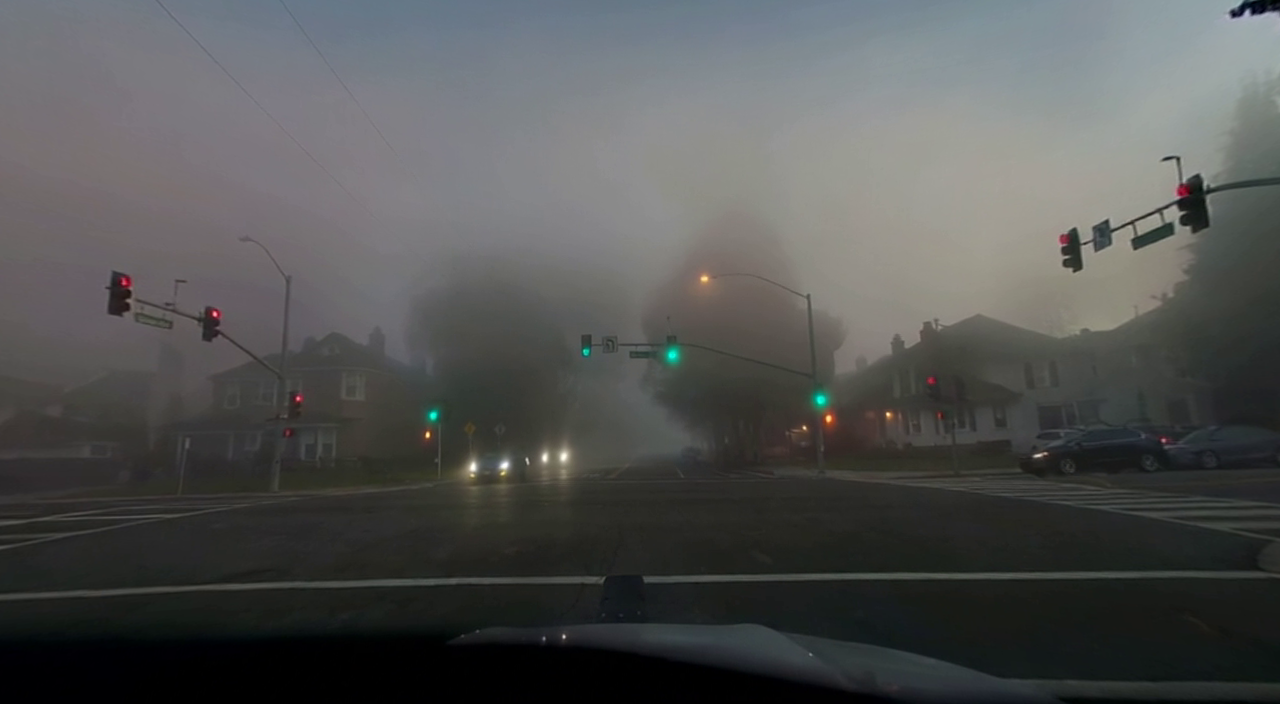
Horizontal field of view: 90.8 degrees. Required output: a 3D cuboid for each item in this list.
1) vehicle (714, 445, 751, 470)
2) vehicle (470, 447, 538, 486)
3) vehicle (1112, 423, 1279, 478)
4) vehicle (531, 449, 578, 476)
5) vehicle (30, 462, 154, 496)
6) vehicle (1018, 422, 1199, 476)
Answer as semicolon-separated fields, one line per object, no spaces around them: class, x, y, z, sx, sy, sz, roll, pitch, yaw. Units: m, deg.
vehicle;6.207;7.116;42.911;1.891;1.611;4.269;0;-8;1
vehicle;-6.229;5.264;29.390;1.982;1.686;4.195;-1;-8;4
vehicle;16.958;2.897;18.703;4.345;1.517;1.913;0;-8;1
vehicle;-5.822;7.556;43.445;2.270;1.605;4.958;-2;-9;3
vehicle;-30.105;6.988;34.971;2.106;1.586;5.009;-1;-8;4
vehicle;16.006;3.342;21.815;4.452;1.711;2.186;0;-8;1
